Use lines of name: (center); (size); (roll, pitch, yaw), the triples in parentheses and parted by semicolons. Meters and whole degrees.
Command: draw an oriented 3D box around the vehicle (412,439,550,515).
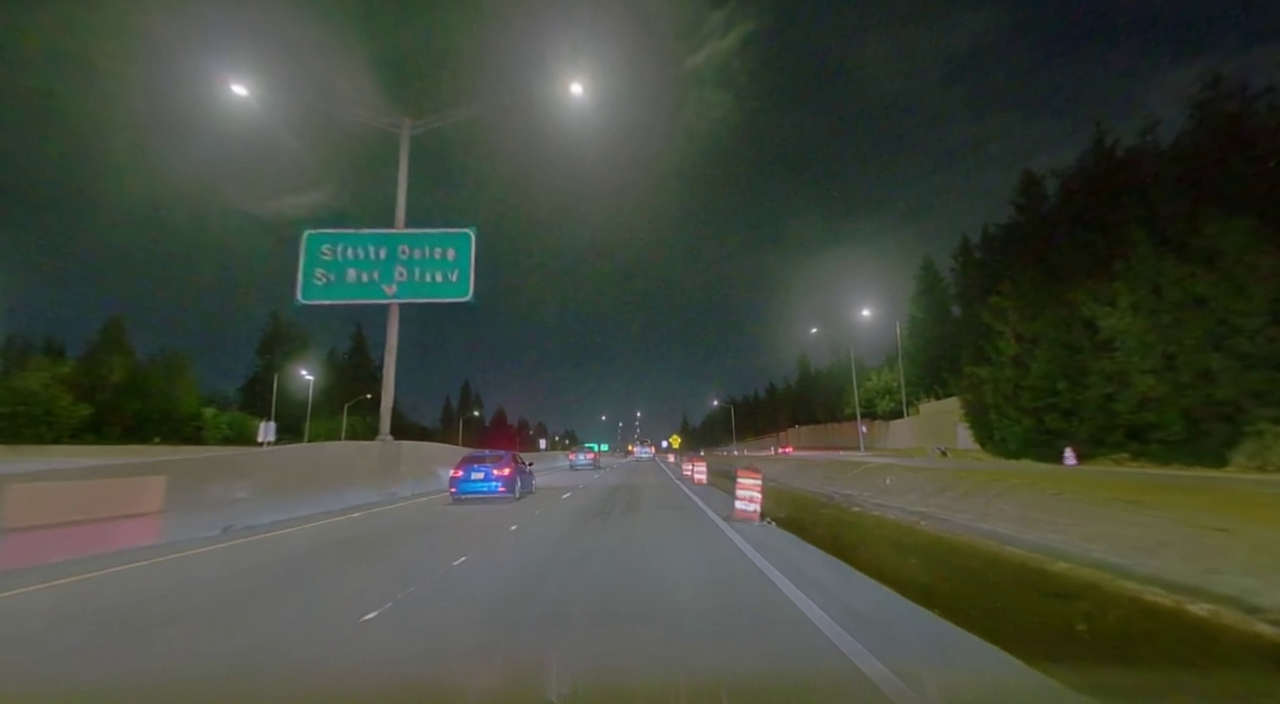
vehicle: (-3.556, 2.888, 15.118); (2.012, 1.510, 4.672); (0, -9, 1)

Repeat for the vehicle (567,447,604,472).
vehicle: (-3.366, 6.749, 39.726); (1.965, 1.459, 4.145); (0, -9, 0)
